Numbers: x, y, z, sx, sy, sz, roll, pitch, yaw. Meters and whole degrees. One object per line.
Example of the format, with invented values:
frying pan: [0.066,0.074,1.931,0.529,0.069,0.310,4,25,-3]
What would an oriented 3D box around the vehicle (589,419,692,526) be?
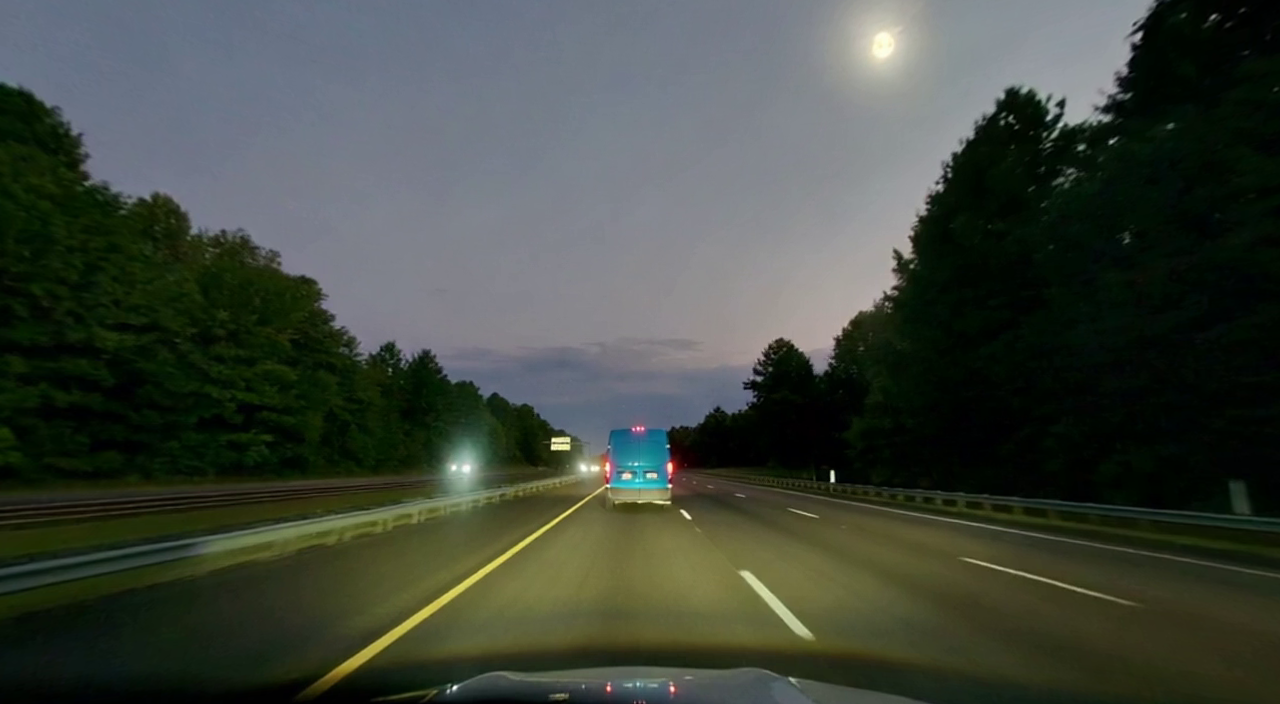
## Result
vehicle: [-0.094,3.338,17.665,2.375,2.432,6.161,1,-10,-2]
